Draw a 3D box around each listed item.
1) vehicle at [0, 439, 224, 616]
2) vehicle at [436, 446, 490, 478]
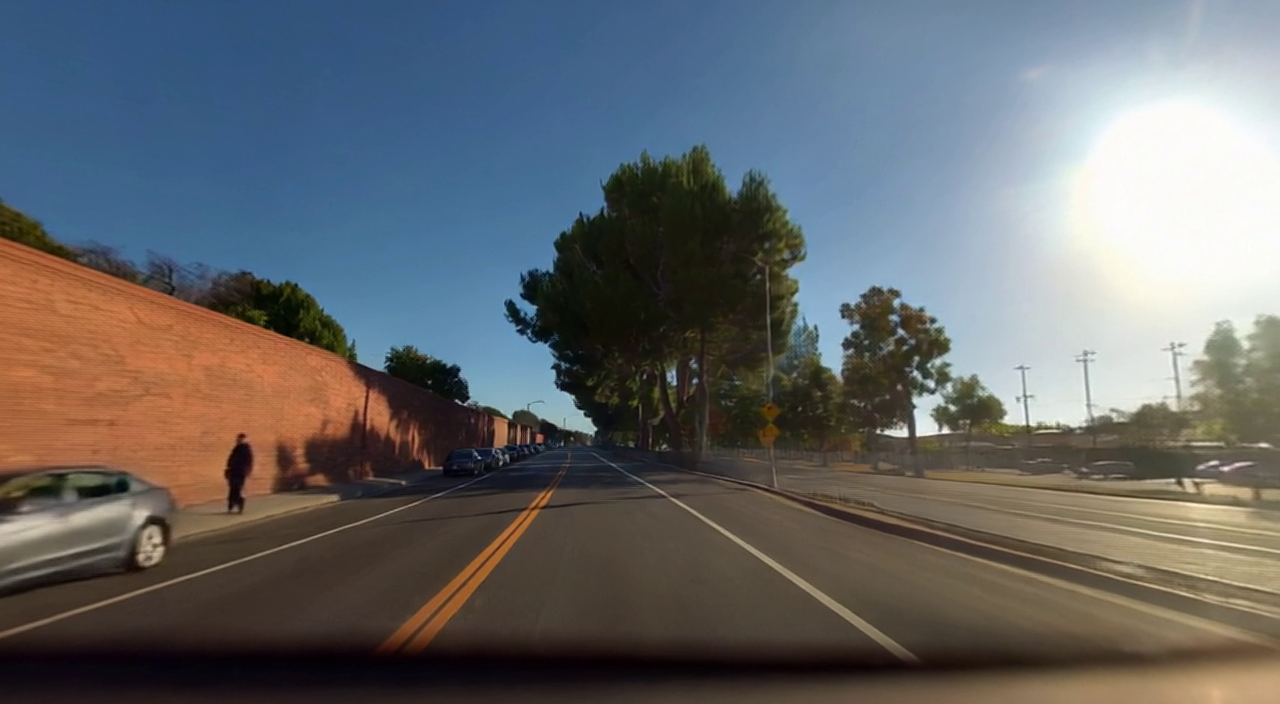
[{"bbox_3d":[-6.702,1.711,6.701,1.877,1.507,4.363,2,-8,-5],"label":"vehicle"},{"bbox_3d":[-9.362,5.822,33.794,1.899,1.485,4.593,2,-8,-5],"label":"vehicle"}]
